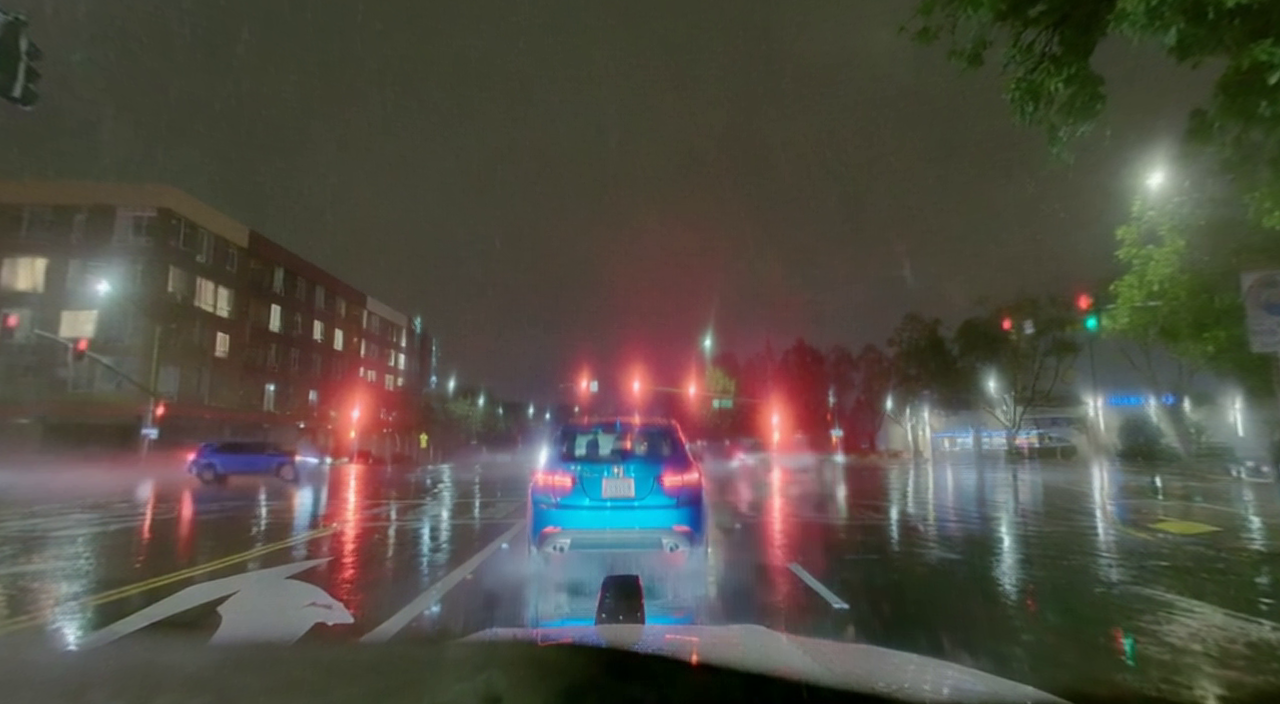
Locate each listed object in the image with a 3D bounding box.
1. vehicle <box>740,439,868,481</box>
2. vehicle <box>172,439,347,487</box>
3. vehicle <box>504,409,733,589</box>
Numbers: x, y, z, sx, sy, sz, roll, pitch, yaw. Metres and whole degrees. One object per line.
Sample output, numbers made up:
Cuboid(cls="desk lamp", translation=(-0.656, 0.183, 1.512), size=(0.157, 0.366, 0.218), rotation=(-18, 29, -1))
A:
Cuboid(cls="vehicle", translation=(7.002, 4.632, 27.312), size=(4.912, 1.731, 2.022), rotation=(0, -8, -4))
Cuboid(cls="vehicle", translation=(-13.512, 3.956, 22.696), size=(4.891, 1.591, 2.067), rotation=(0, -8, -1))
Cuboid(cls="vehicle", translation=(-0.225, 1.622, 7.763), size=(2.066, 1.618, 3.922), rotation=(0, -8, -1))
